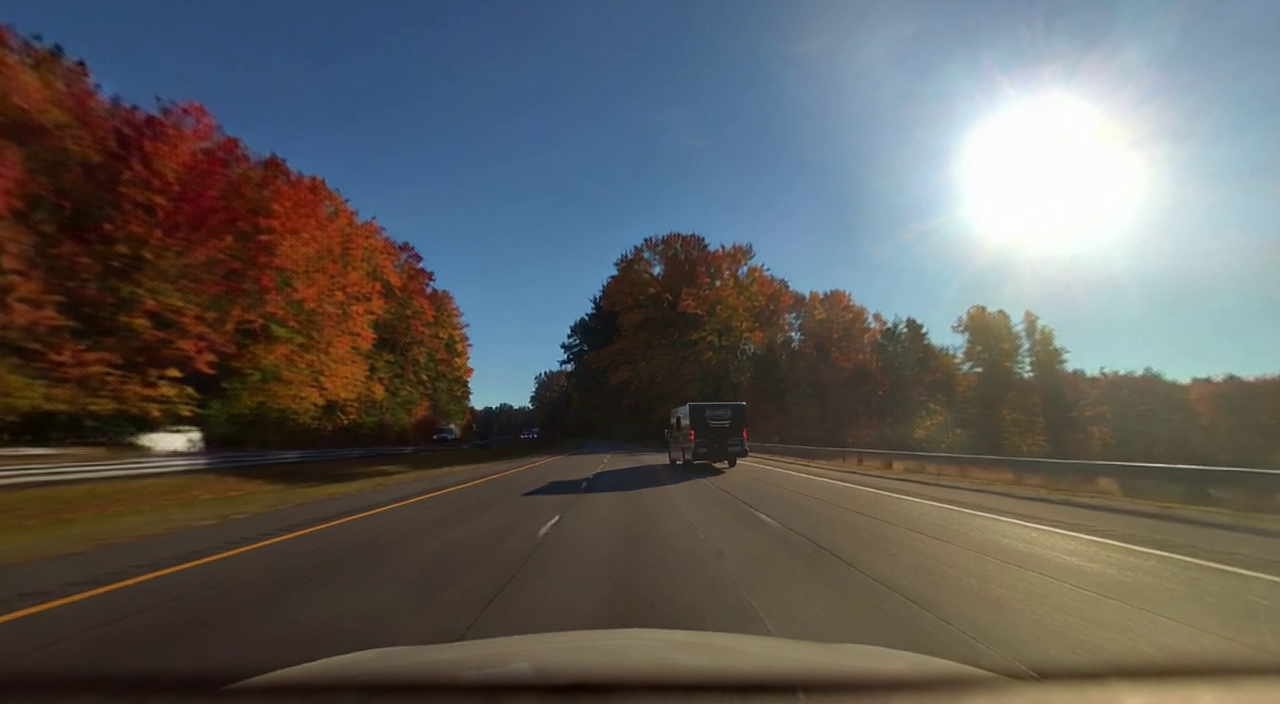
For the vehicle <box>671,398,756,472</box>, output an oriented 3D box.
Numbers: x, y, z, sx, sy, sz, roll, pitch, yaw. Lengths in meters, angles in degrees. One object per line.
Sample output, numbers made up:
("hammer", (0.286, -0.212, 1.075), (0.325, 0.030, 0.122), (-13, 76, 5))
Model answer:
("vehicle", (3.037, 3.711, 28.178), (2.815, 2.876, 7.101), (0, -8, -1))
